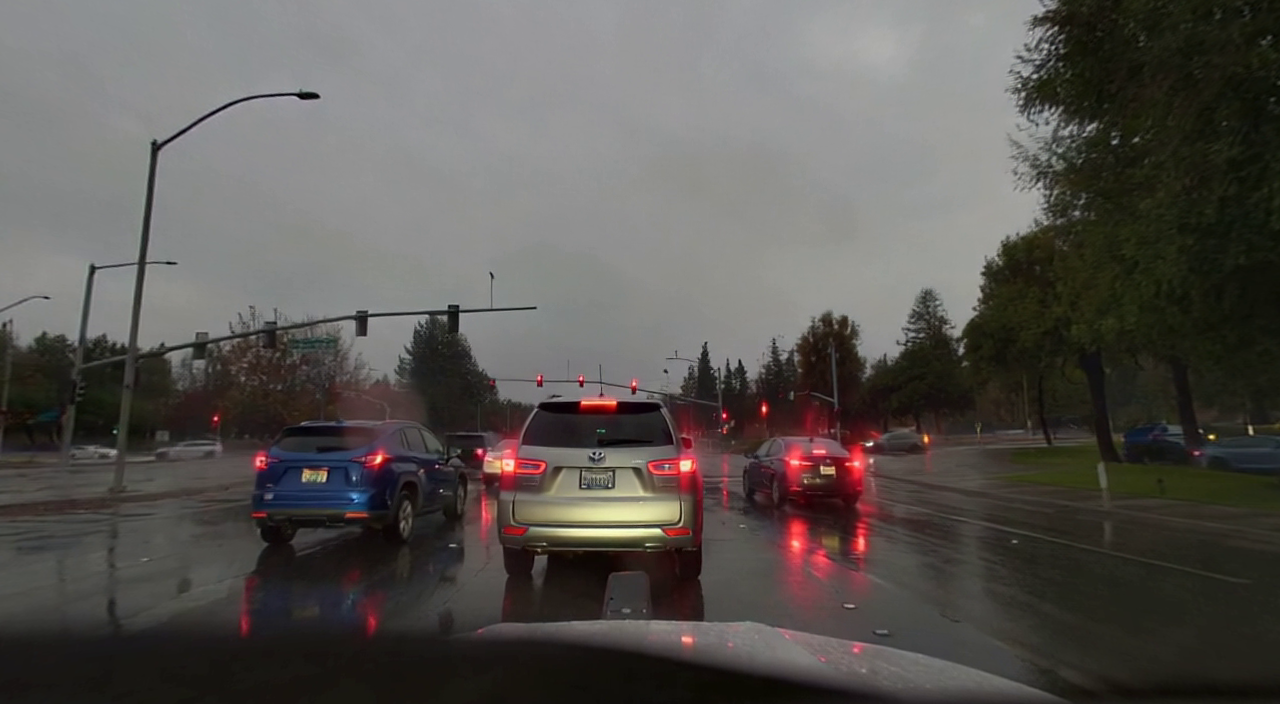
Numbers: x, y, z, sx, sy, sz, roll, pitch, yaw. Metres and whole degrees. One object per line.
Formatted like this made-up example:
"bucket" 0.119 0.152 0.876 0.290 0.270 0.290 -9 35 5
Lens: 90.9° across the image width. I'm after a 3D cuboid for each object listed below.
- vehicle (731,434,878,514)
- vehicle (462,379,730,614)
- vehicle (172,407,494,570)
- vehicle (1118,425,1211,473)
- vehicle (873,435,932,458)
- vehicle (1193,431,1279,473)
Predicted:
"vehicle" 3.405 2.613 14.030 2.121 1.494 4.208 0 -8 0
"vehicle" -0.343 1.434 7.109 2.064 1.817 4.298 0 -8 0
"vehicle" -3.720 1.747 8.867 2.160 1.666 4.583 0 -8 1
"vehicle" 19.209 3.535 23.016 4.215 1.578 1.892 8 -11 -42
"vehicle" 19.990 7.198 47.924 4.361 1.653 2.034 6 -10 -35
"vehicle" 23.748 3.694 23.466 2.130 1.483 4.793 -1 -8 4
